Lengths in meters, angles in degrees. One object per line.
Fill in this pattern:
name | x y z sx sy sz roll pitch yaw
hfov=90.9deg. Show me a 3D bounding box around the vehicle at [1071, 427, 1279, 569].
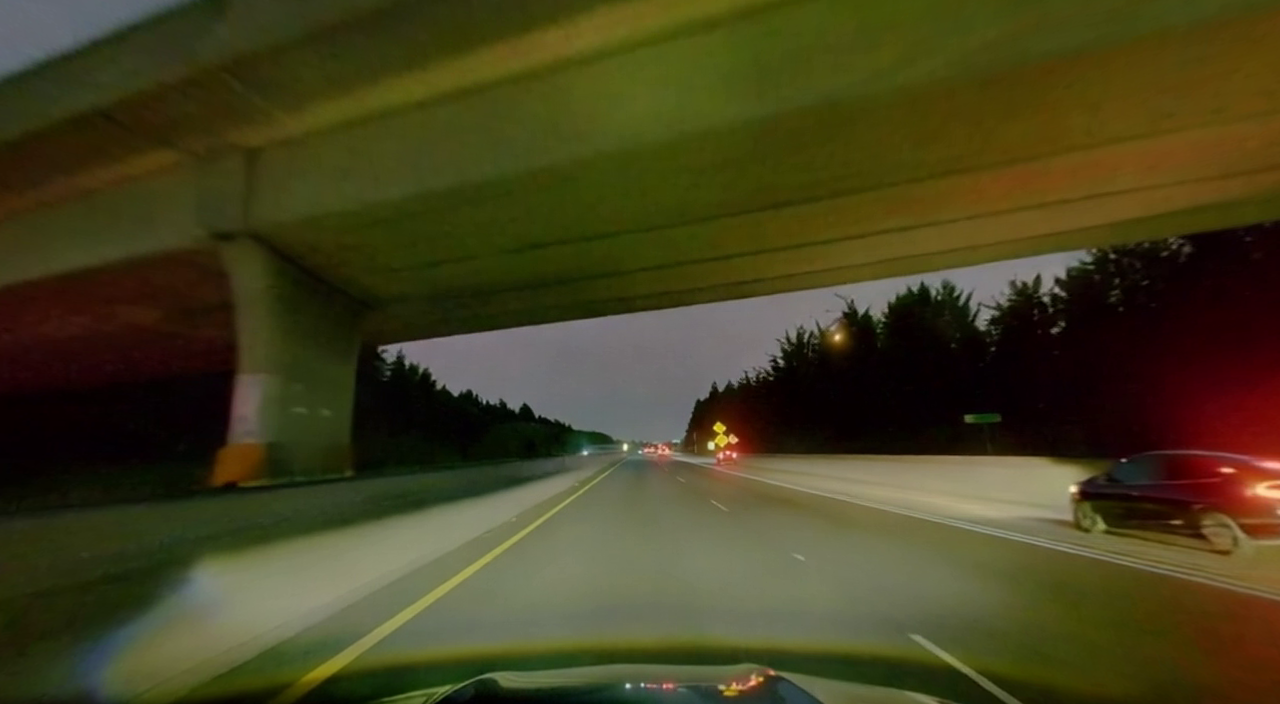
vehicle | 7.703 1.688 7.576 1.987 1.473 4.244 0 -9 0
